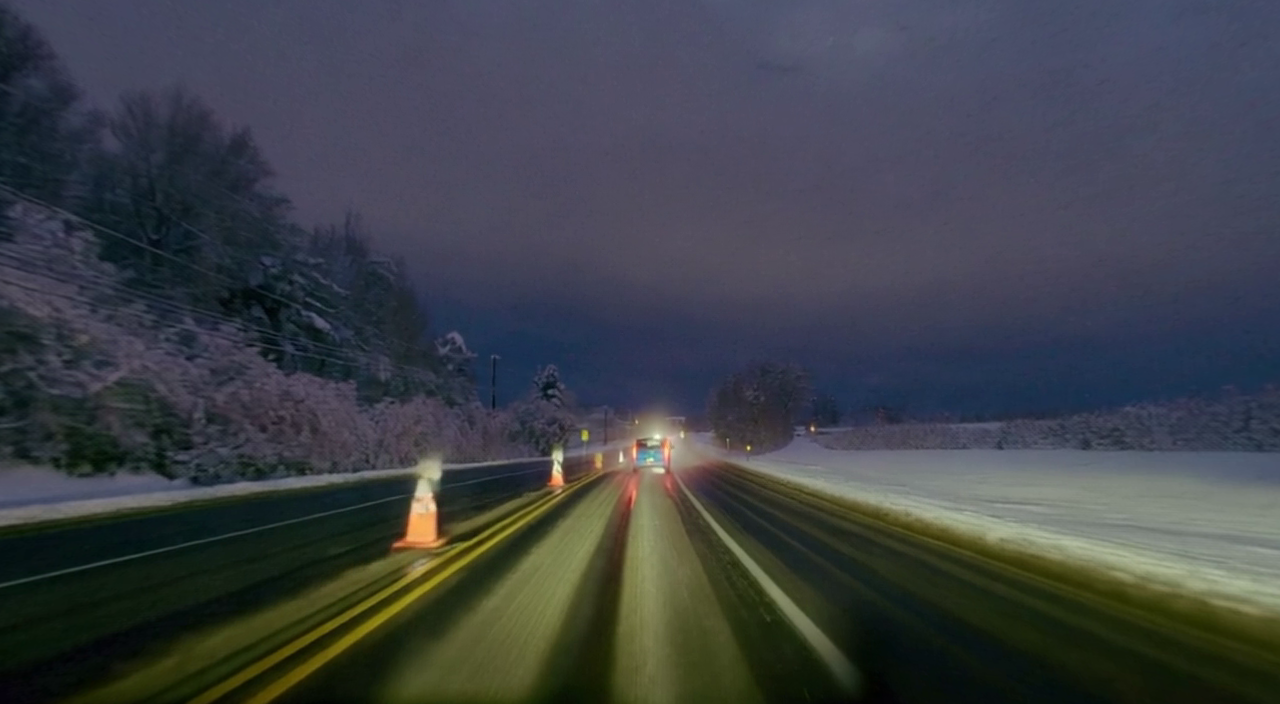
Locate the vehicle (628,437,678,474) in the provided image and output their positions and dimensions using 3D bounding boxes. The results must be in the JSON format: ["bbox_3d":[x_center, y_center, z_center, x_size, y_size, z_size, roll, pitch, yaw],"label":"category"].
[{"bbox_3d":[0.610,4.543,27.844,2.042,1.489,3.963,-1,-8,2],"label":"vehicle"}]
